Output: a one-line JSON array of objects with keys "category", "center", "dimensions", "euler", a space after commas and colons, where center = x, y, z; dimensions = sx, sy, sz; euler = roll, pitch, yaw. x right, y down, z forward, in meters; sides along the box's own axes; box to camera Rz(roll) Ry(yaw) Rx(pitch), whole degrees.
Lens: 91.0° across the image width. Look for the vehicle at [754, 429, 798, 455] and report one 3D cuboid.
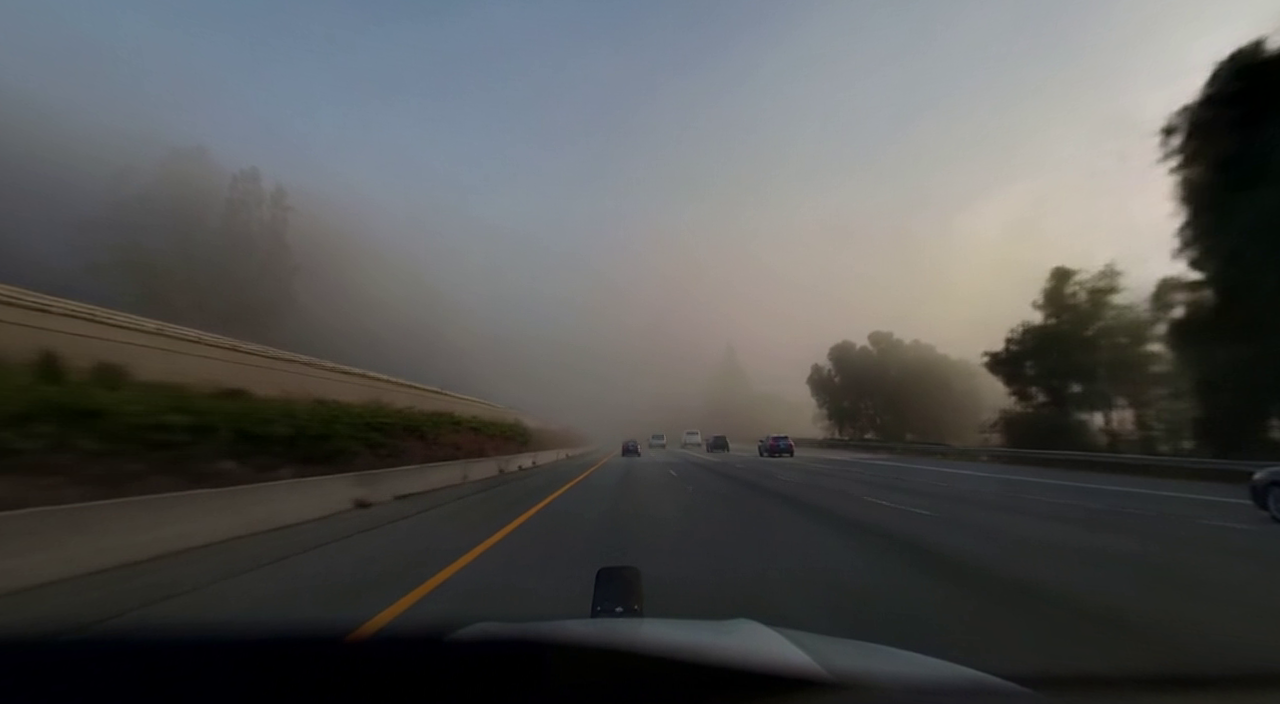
[{"category": "vehicle", "center": [10.006, 6.690, 46.634], "dimensions": [2.077, 1.763, 4.472], "euler": [1, -8, -2]}]
